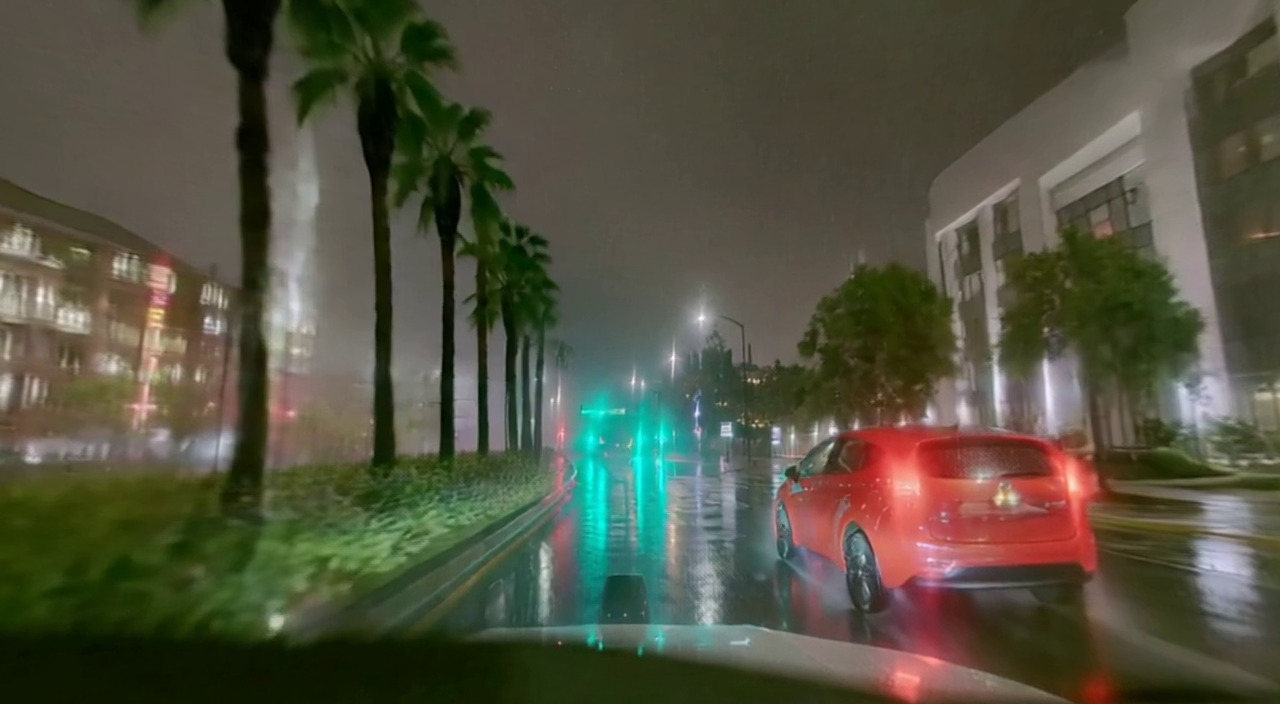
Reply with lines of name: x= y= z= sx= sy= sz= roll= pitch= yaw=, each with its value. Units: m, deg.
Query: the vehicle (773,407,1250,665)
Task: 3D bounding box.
vehicle: x=2.741 y=1.440 z=6.072 sx=1.867 sy=1.554 sz=4.301 roll=0 pitch=-8 yaw=-2
